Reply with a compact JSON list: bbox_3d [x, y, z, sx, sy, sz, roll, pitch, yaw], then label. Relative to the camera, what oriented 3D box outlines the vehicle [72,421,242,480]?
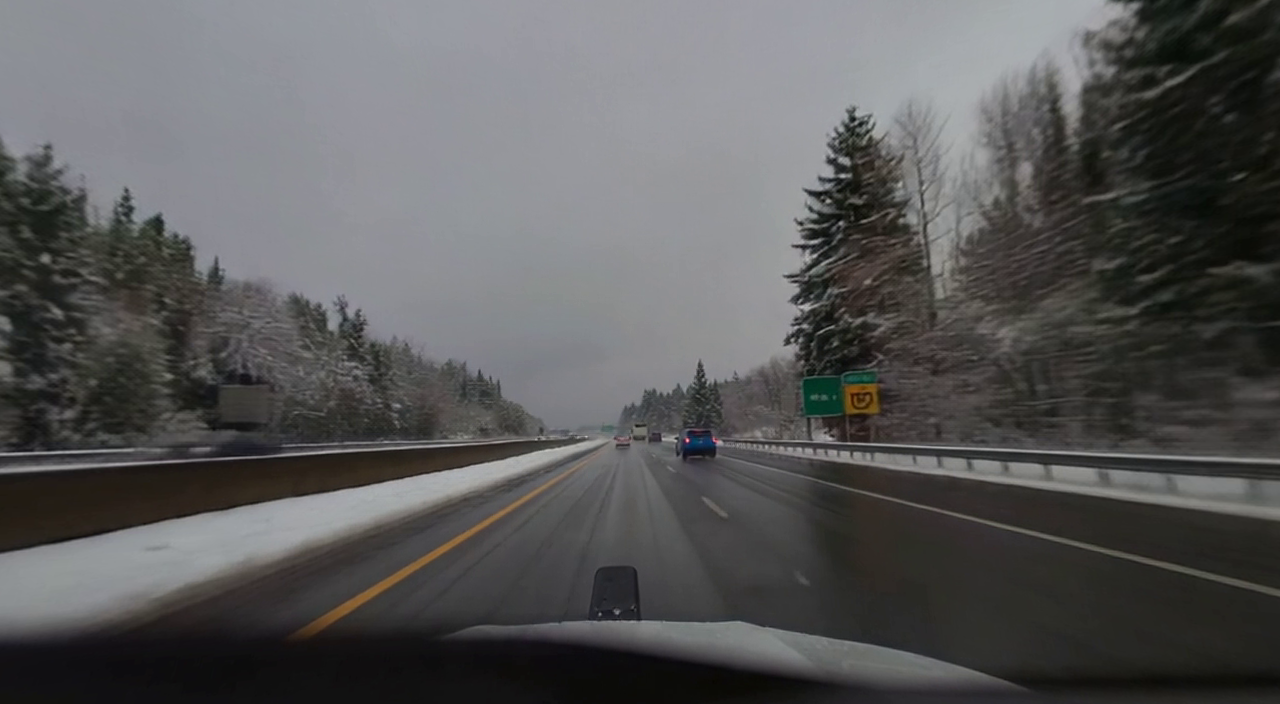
[{"bbox_3d":[-14.044,2.870,18.674,1.989,1.531,3.818,0,-7,-1],"label":"vehicle"}]

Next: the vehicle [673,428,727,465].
[{"bbox_3d":[2.878,4.674,31.424,2.085,1.681,4.436,0,-7,-2],"label":"vehicle"}]
